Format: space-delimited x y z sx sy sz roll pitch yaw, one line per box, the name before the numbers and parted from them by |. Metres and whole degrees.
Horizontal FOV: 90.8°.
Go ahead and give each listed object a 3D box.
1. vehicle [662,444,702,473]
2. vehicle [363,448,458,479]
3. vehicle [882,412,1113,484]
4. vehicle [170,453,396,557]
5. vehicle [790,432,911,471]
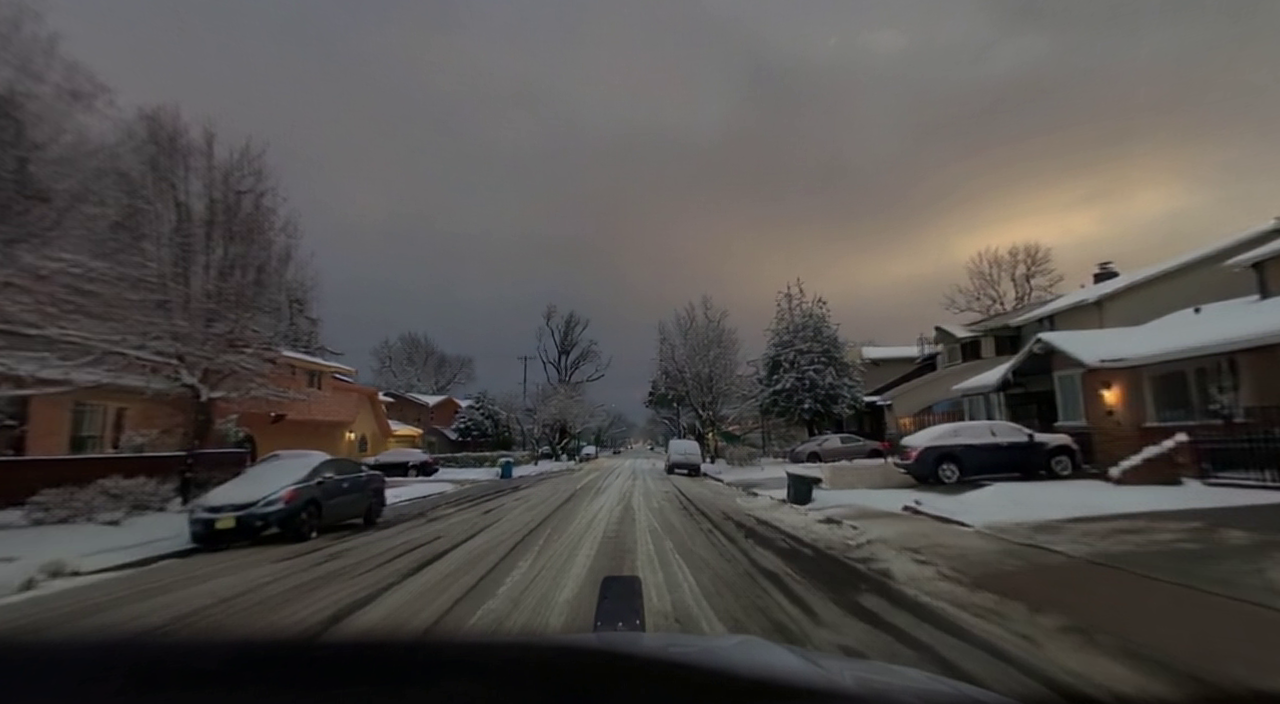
vehicle | 2.248 5.825 34.828 2.022 1.483 4.565 0 -9 2
vehicle | -11.680 5.687 32.345 4.118 1.492 1.902 1 -9 -3
vehicle | 8.770 2.397 15.797 4.599 1.652 1.903 0 -9 -2
vehicle | -5.987 2.551 11.173 1.878 1.496 3.535 0 -9 0
vehicle | 8.730 4.166 26.477 4.331 1.570 2.009 0 -9 -1
